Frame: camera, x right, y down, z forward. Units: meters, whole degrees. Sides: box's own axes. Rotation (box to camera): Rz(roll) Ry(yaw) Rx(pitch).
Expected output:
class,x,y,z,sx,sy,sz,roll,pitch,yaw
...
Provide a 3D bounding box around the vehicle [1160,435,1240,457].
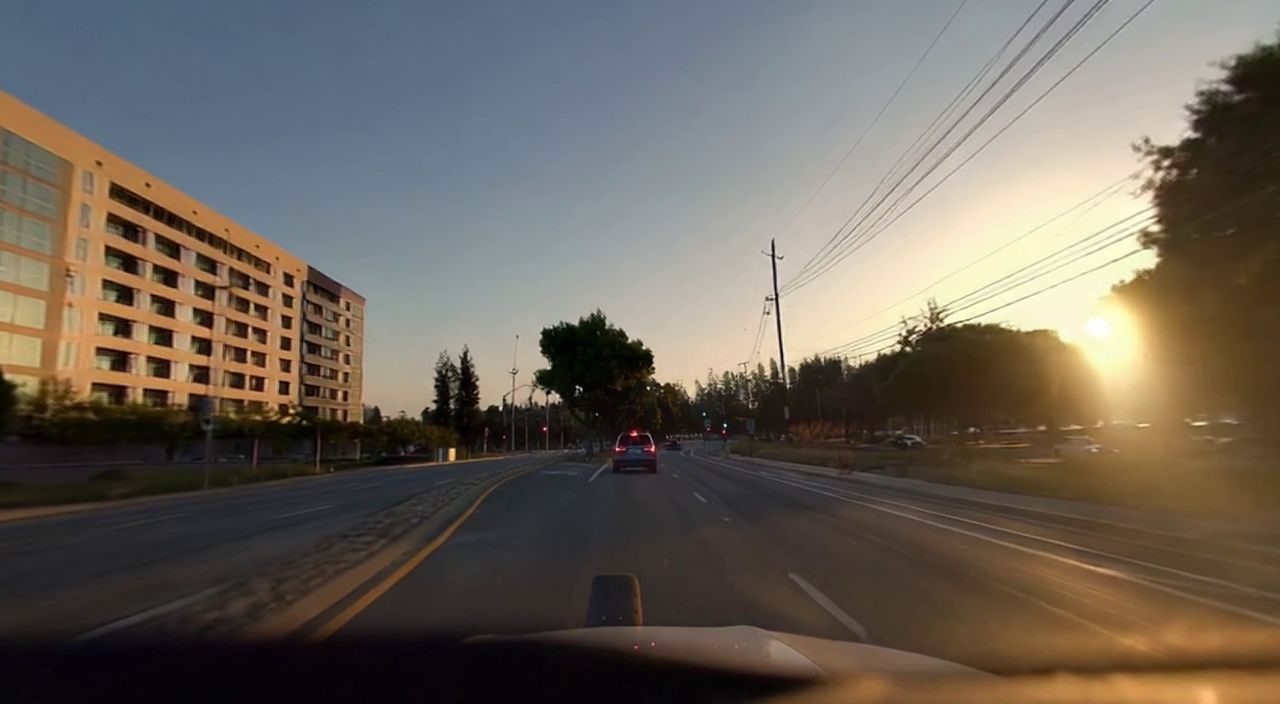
class,x,y,z,sx,sy,sz,roll,pitch,yaw
vehicle,41.898,7.009,47.400,1.837,1.455,4.531,-2,-8,1

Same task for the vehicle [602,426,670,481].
class,x,y,z,sx,sy,sz,roll,pitch,yaw
vehicle,-0.134,3.613,22.684,2.189,1.776,4.342,0,-9,0

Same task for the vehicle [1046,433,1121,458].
class,x,y,z,sx,sy,sz,roll,pitch,yaw
vehicle,32.367,6.842,46.323,1.961,1.745,4.981,0,-9,1
